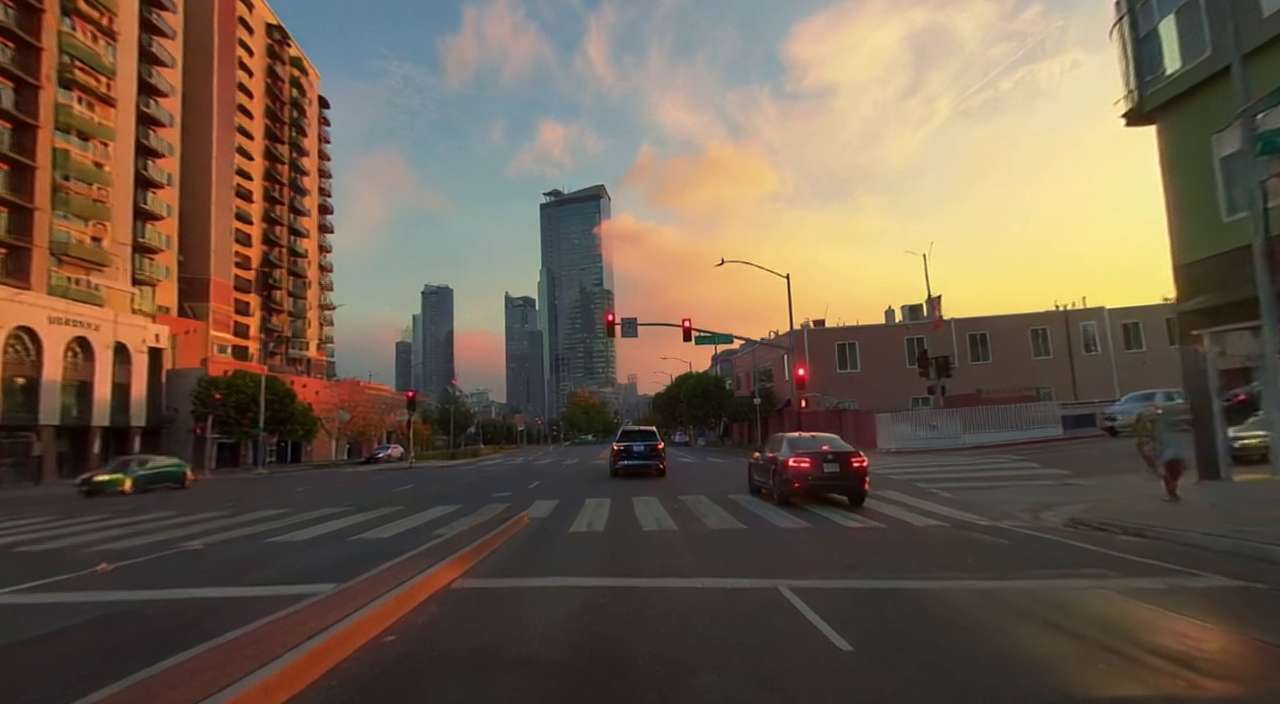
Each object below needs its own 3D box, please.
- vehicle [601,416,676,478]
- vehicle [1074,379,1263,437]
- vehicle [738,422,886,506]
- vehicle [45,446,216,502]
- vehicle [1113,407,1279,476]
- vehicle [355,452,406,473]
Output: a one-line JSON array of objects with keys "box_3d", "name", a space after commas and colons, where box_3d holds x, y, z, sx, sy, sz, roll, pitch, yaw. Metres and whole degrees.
[{"box_3d": [-0.013, 3.072, 20.481, 2.168, 1.776, 4.135, 0, -8, 1], "name": "vehicle"}, {"box_3d": [20.363, 2.225, 24.541, 5.146, 1.699, 2.269, -5, -8, 1], "name": "vehicle"}, {"box_3d": [3.557, 2.422, 14.064, 1.987, 1.538, 4.510, 0, -8, 0], "name": "vehicle"}, {"box_3d": [-17.439, 4.136, 22.003, 2.132, 1.710, 4.504, 0, -8, 1], "name": "vehicle"}, {"box_3d": [13.941, 2.074, 14.676, 4.354, 1.466, 1.863, 0, -9, -1], "name": "vehicle"}, {"box_3d": [-20.044, 8.547, 49.040, 1.979, 1.488, 4.473, 0, -8, 1], "name": "vehicle"}]
